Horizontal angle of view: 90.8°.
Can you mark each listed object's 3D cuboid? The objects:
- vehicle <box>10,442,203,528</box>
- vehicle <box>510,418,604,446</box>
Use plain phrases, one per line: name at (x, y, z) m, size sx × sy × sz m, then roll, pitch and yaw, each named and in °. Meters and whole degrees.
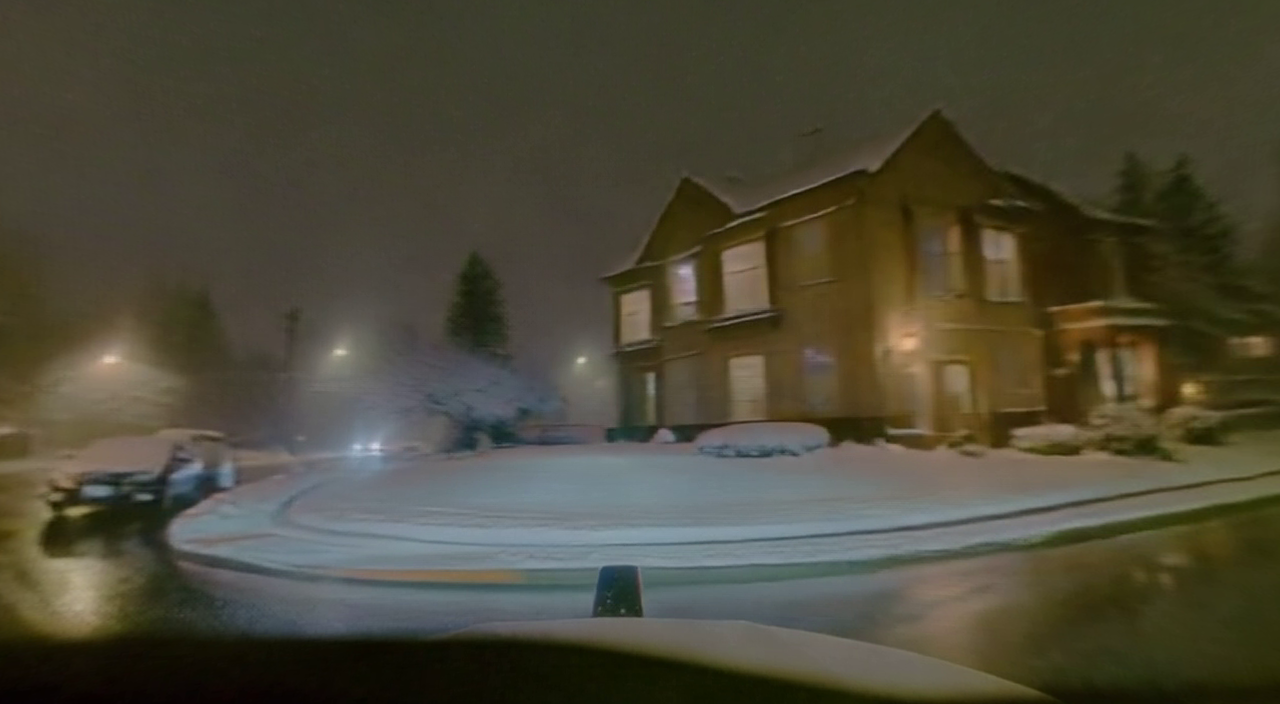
vehicle at (-11.116, 2.710, 13.635) m, size 1.969 × 1.493 × 4.681 m, roll 4°, pitch -9°, yaw -26°
vehicle at (-4.655, 4.543, 35.517) m, size 4.799 × 1.469 × 2.010 m, roll 4°, pitch -9°, yaw -25°
